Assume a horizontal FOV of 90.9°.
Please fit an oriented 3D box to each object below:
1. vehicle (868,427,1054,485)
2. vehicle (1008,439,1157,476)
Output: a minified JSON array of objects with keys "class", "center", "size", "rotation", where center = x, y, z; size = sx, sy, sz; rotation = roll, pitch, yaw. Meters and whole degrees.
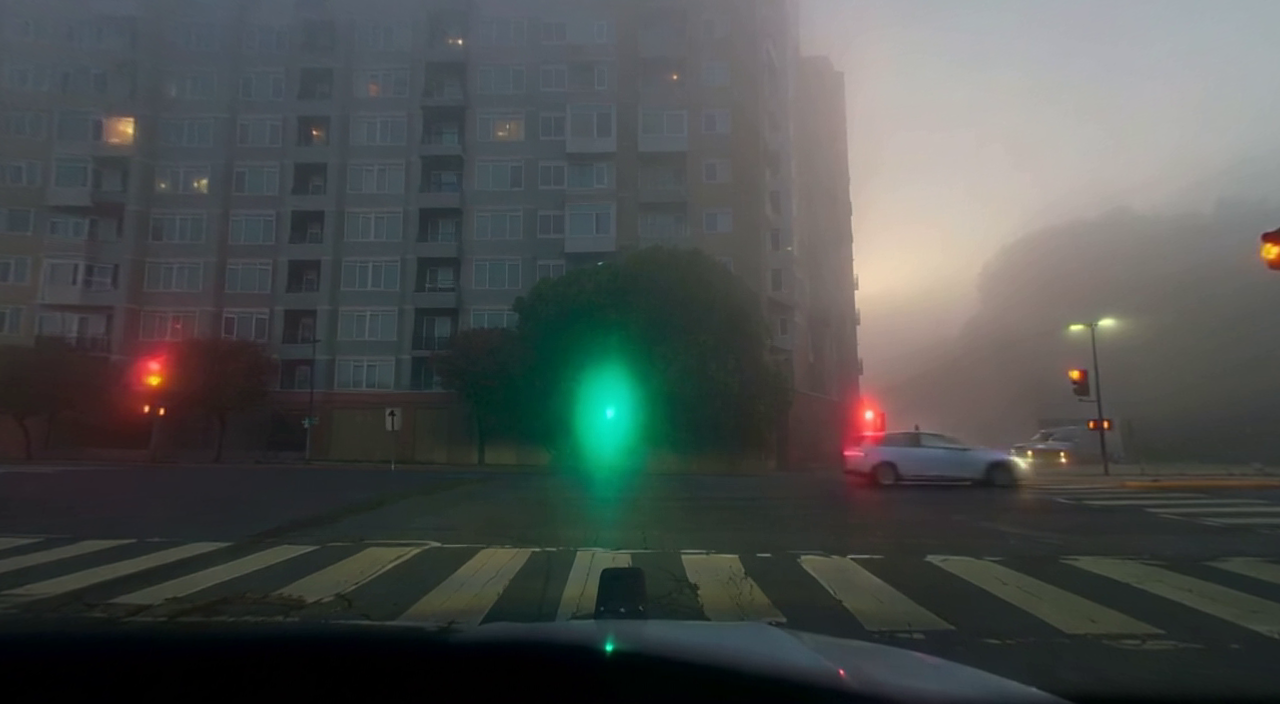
[{"class":"vehicle","center":[10.464,3.428,20.867],"size":[4.980,1.792,2.042],"rotation":[0,-9,1]},{"class":"vehicle","center":[18.606,4.456,26.687],"size":[4.823,1.458,1.914],"rotation":[0,-9,-1]}]
